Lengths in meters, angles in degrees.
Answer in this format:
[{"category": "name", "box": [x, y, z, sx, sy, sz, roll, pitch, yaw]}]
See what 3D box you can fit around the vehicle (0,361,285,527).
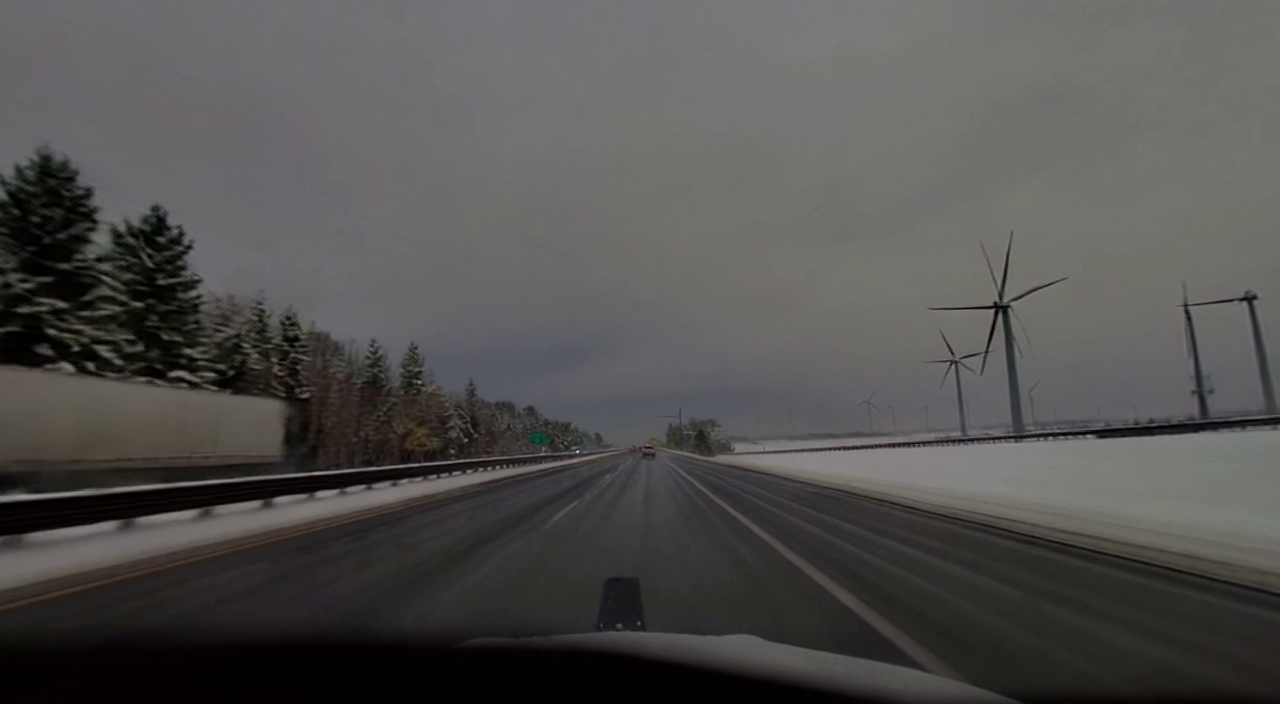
[{"category": "vehicle", "box": [-16.179, 2.797, 18.794, 3.075, 3.796, 13.505, 0, -9, 1]}]
